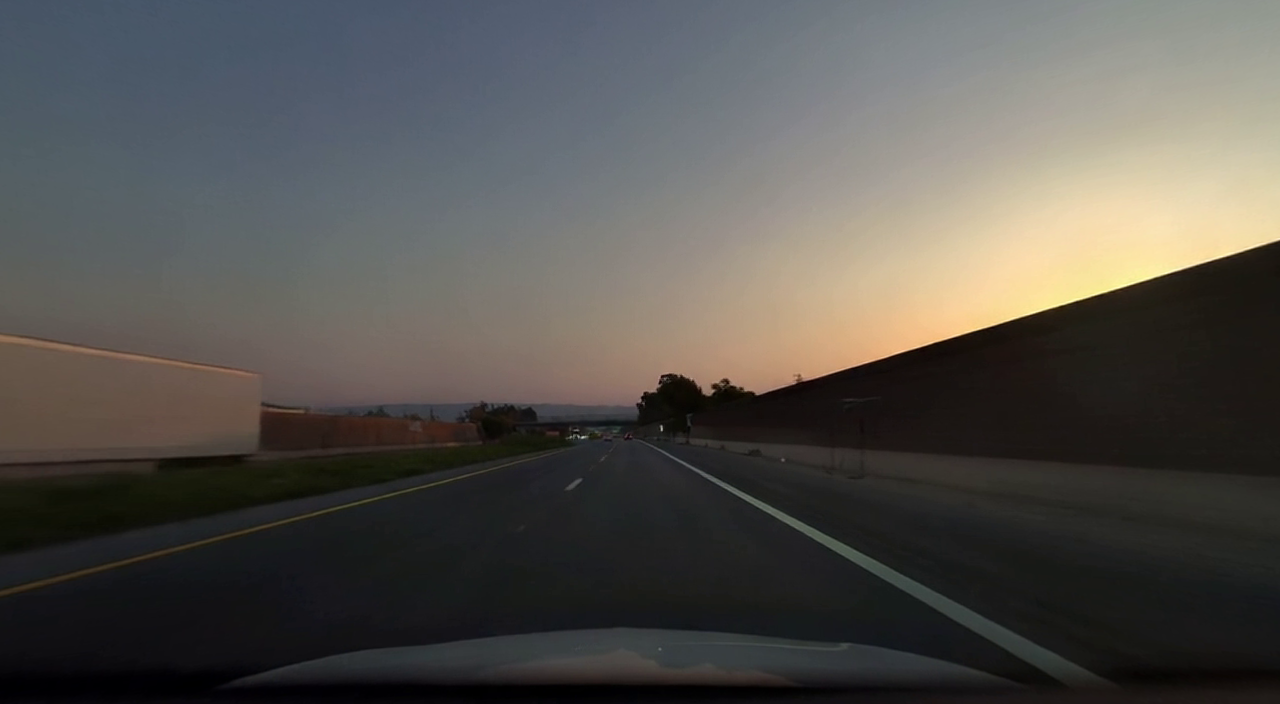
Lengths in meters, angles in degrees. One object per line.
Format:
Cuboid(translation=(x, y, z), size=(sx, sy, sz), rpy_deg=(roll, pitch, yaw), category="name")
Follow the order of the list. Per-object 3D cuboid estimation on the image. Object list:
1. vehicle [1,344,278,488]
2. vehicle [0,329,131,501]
Cuboid(translation=(-17.050, 2.419, 22.665), size=(2.893, 4.181, 8.544), rpy_deg=(0, -8, -1), category="vehicle")
Cuboid(translation=(-16.882, 1.253, 13.140), size=(3.032, 4.098, 11.458), rpy_deg=(0, -8, -1), category="vehicle")
